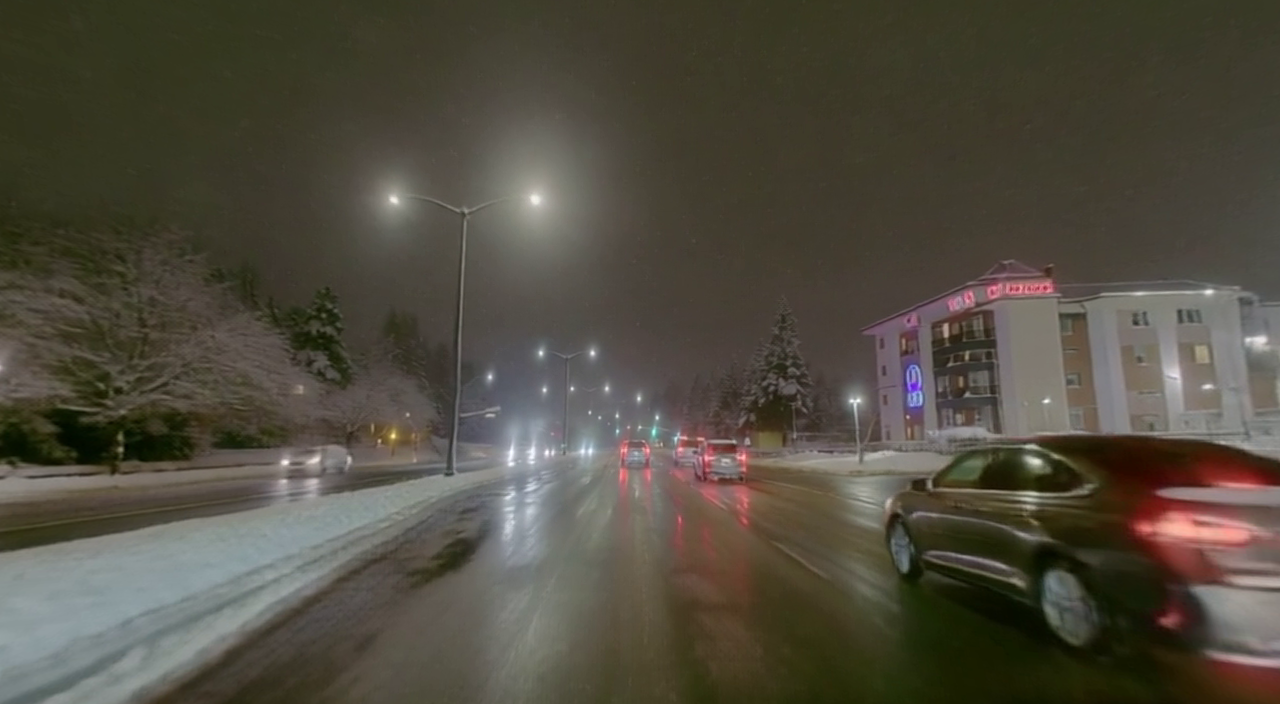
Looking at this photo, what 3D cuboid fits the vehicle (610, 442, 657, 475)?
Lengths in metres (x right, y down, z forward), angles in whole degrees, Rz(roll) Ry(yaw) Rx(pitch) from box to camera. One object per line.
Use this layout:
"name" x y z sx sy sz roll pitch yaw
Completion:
"vehicle" -0.338 5.092 30.419 2.095 1.456 3.873 0 -8 -1

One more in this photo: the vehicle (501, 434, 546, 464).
"vehicle" -8.739 7.322 47.816 2.285 2.106 5.836 0 -8 0

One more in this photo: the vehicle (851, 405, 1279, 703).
"vehicle" 3.523 1.333 5.123 1.953 1.514 4.672 0 -8 -1

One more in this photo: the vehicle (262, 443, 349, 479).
"vehicle" -16.259 5.298 31.011 1.920 1.635 4.261 0 -8 0

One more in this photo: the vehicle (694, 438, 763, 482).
"vehicle" 3.456 4.307 25.491 2.041 1.611 4.426 0 -8 -1
